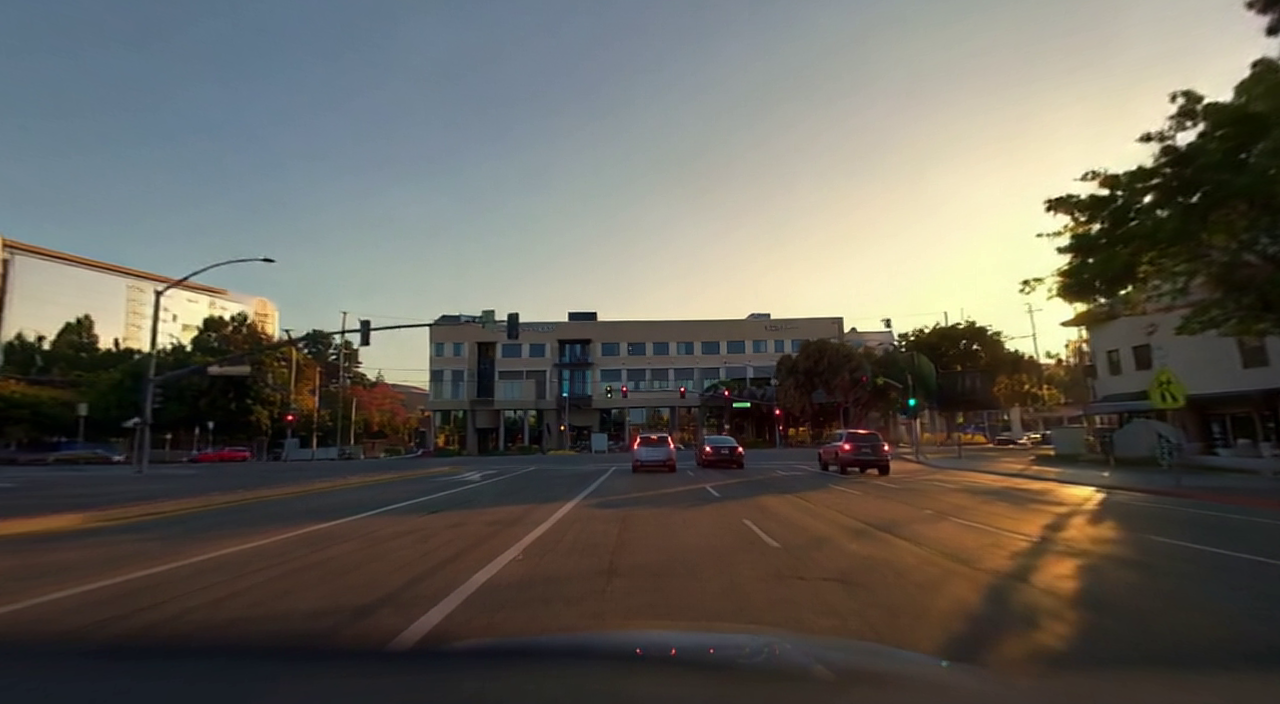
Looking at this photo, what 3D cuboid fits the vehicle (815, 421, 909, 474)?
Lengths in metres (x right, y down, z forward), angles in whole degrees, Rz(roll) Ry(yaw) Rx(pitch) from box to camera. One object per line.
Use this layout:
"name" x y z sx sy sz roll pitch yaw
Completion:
"vehicle" 8.721 3.782 25.263 2.132 1.892 4.851 -1 -8 2

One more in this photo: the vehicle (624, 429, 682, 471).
"vehicle" 0.472 3.903 25.315 2.099 1.516 4.681 0 -8 0

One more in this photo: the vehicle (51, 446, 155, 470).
"vehicle" -33.198 6.571 39.084 4.448 1.422 1.890 2 -9 -12

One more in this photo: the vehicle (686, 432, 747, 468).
"vehicle" 3.240 4.282 27.560 1.994 1.436 4.169 0 -8 -2
